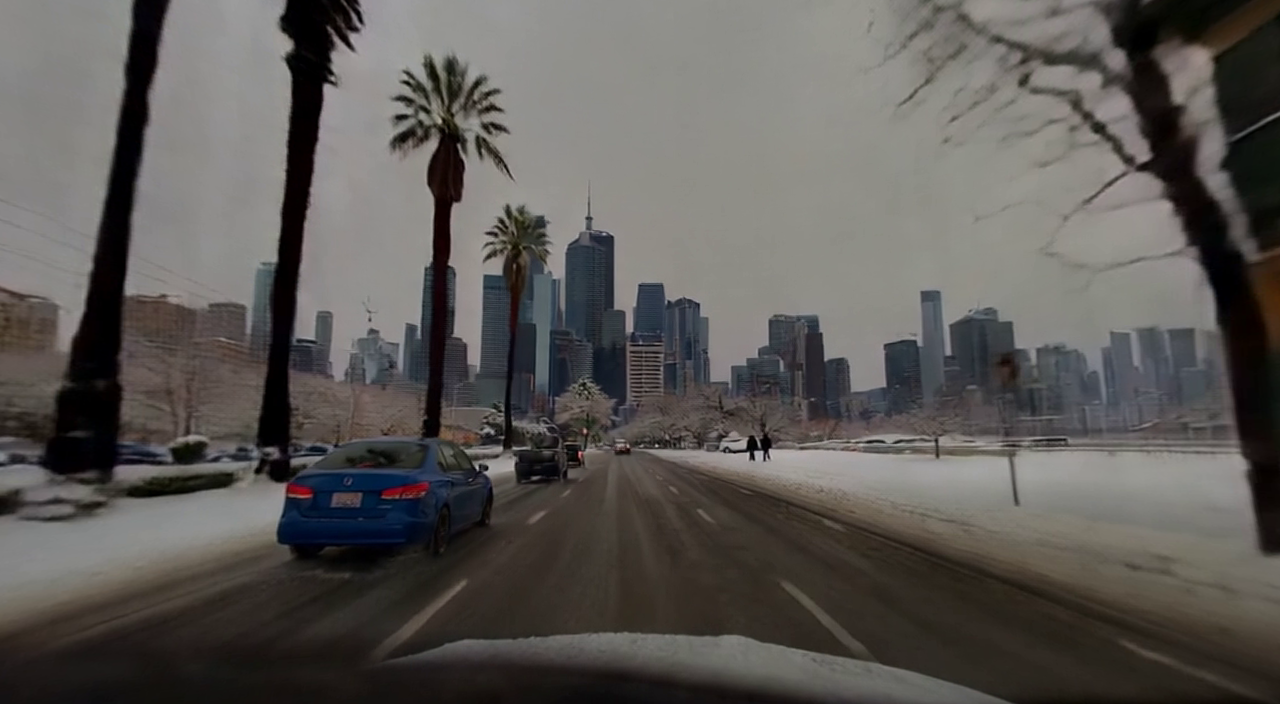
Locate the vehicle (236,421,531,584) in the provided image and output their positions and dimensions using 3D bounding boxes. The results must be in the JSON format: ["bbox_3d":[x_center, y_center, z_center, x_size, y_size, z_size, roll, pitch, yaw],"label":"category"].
[{"bbox_3d":[-2.845,1.781,8.326,2.071,1.544,4.383,0,-9,-1],"label":"vehicle"}]

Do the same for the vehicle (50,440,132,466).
[{"bbox_3d":[-43.037,7.933,49.593,4.367,1.957,2.099,1,-9,-2],"label":"vehicle"}]

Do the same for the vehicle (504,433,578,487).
[{"bbox_3d":[-3.346,3.734,22.126,1.894,1.702,3.999,0,-9,0],"label":"vehicle"}]

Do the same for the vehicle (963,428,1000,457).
[{"bbox_3d":[23.955,6.361,44.282,1.679,1.923,3.703,-6,-11,36],"label":"vehicle"}]

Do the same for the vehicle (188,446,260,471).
[{"bbox_3d":[-31.287,8.027,47.745,1.947,1.763,5.176,0,-9,-1],"label":"vehicle"}]
